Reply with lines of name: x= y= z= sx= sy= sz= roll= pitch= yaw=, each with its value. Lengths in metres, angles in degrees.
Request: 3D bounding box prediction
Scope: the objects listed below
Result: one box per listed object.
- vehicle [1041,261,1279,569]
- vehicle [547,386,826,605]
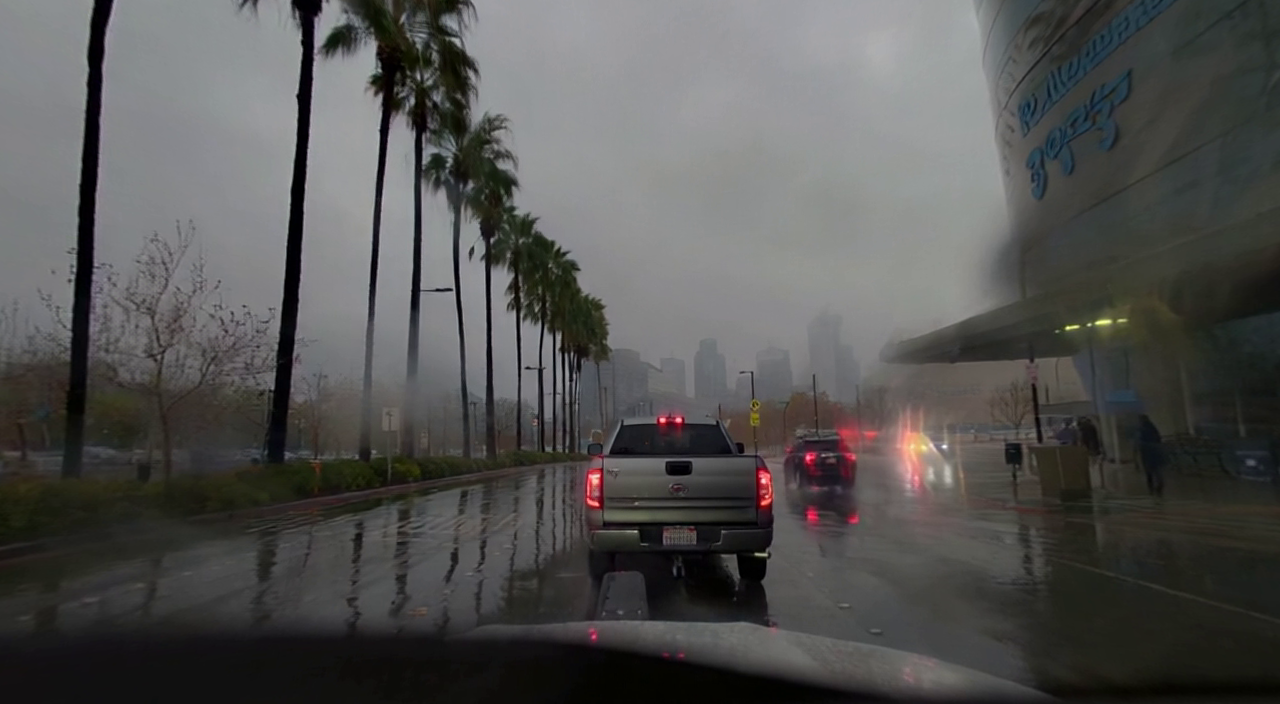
vehicle: x=7.922 y=0.884 z=8.588 sx=2.666 sy=3.345 sz=3.622 roll=-1 pitch=-9 yaw=8
vehicle: x=0.412 y=1.590 z=7.975 sx=2.311 sy=1.819 sz=5.255 roll=0 pitch=-8 yaw=1
